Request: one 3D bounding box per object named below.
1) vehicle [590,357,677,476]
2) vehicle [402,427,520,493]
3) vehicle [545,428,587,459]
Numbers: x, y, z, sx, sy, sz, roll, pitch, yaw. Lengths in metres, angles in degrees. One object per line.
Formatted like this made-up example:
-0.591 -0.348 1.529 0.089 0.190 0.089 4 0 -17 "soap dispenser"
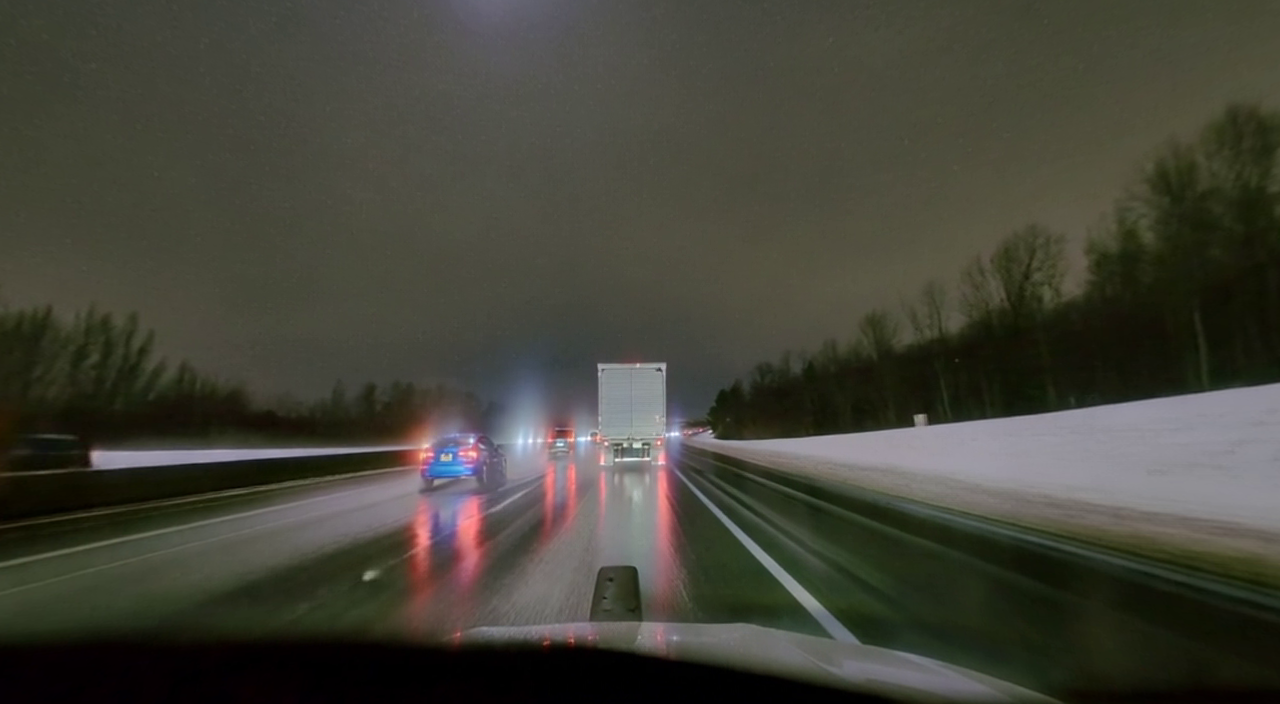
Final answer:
-0.333 2.842 26.512 2.953 4.041 10.072 0 -8 -1 "vehicle"
-4.662 2.861 17.154 1.931 1.539 4.441 0 -8 0 "vehicle"
-4.593 5.764 39.783 2.019 1.834 4.644 0 -8 0 "vehicle"
